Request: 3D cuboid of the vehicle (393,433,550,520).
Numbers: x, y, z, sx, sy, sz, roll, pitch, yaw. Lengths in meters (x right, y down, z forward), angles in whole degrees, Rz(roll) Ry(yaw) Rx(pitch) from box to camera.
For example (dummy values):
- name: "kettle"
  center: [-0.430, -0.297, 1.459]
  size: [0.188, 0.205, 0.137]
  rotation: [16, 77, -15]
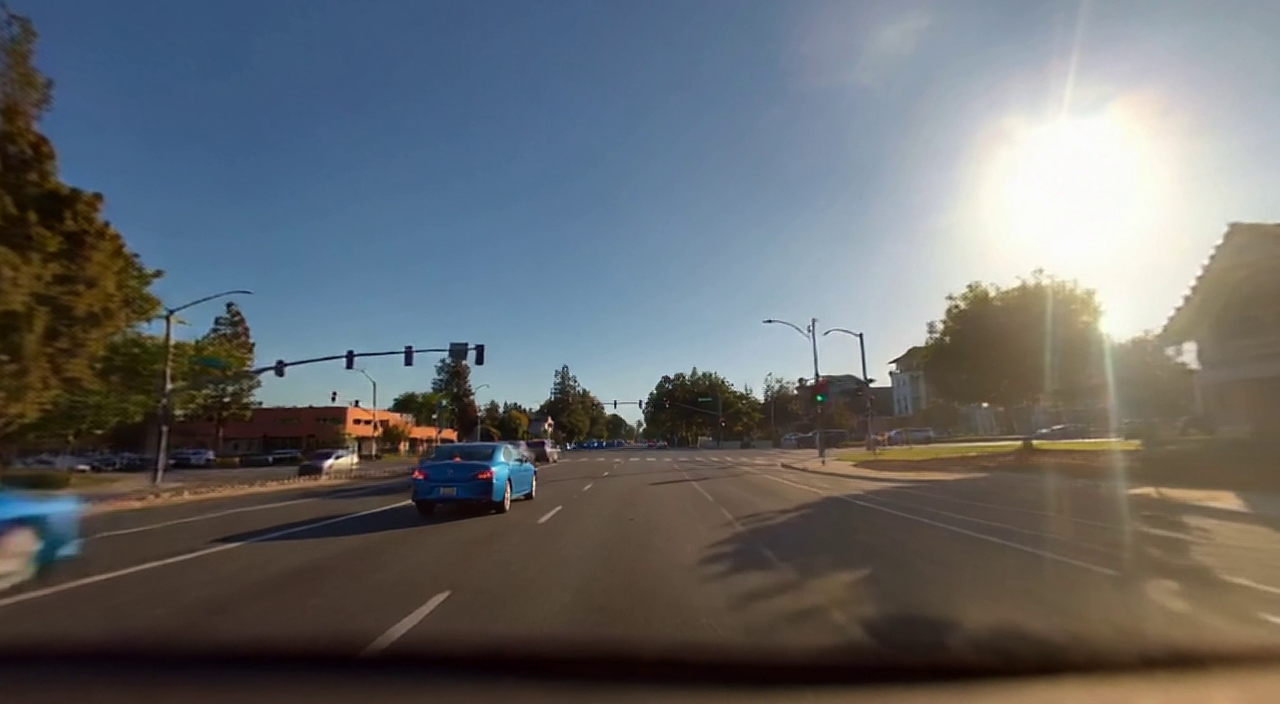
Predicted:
- name: "vehicle"
  center: [-3.204, 2.462, 13.039]
  size: [1.924, 1.480, 4.421]
  rotation: [0, -9, 1]

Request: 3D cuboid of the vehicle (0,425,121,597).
- name: "vehicle"
  center: [-6.657, 1.228, 4.395]
  size: [2.027, 1.501, 4.707]
  rotation: [0, -9, 1]

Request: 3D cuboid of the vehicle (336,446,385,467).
- name: "vehicle"
  center: [-21.428, 8.038, 48.541]
  size: [1.755, 1.538, 4.329]
  rotation: [0, -9, 1]
